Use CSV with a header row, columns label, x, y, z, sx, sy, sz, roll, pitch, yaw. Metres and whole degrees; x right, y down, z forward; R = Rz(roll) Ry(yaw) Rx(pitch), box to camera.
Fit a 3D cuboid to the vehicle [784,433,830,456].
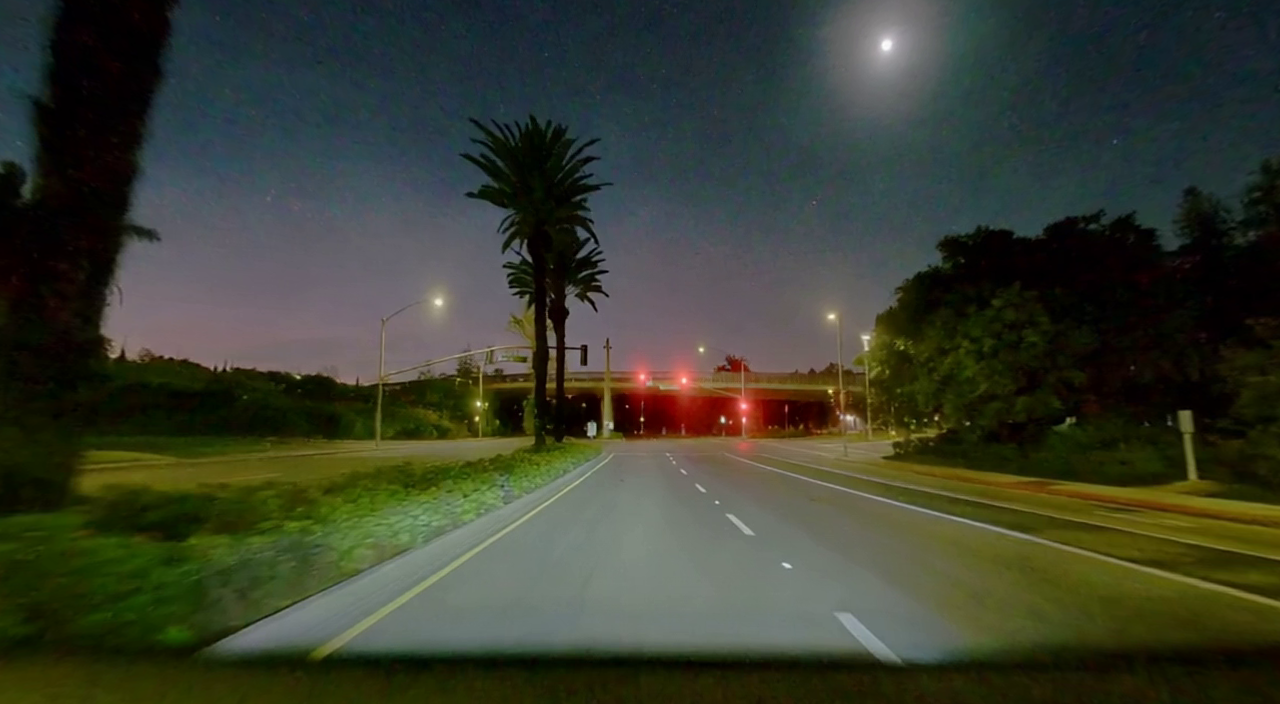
label,x,y,z,sx,sy,sz,roll,pitch,yaw
vehicle,11.527,6.336,43.177,1.982,1.436,4.556,-4,-10,28
